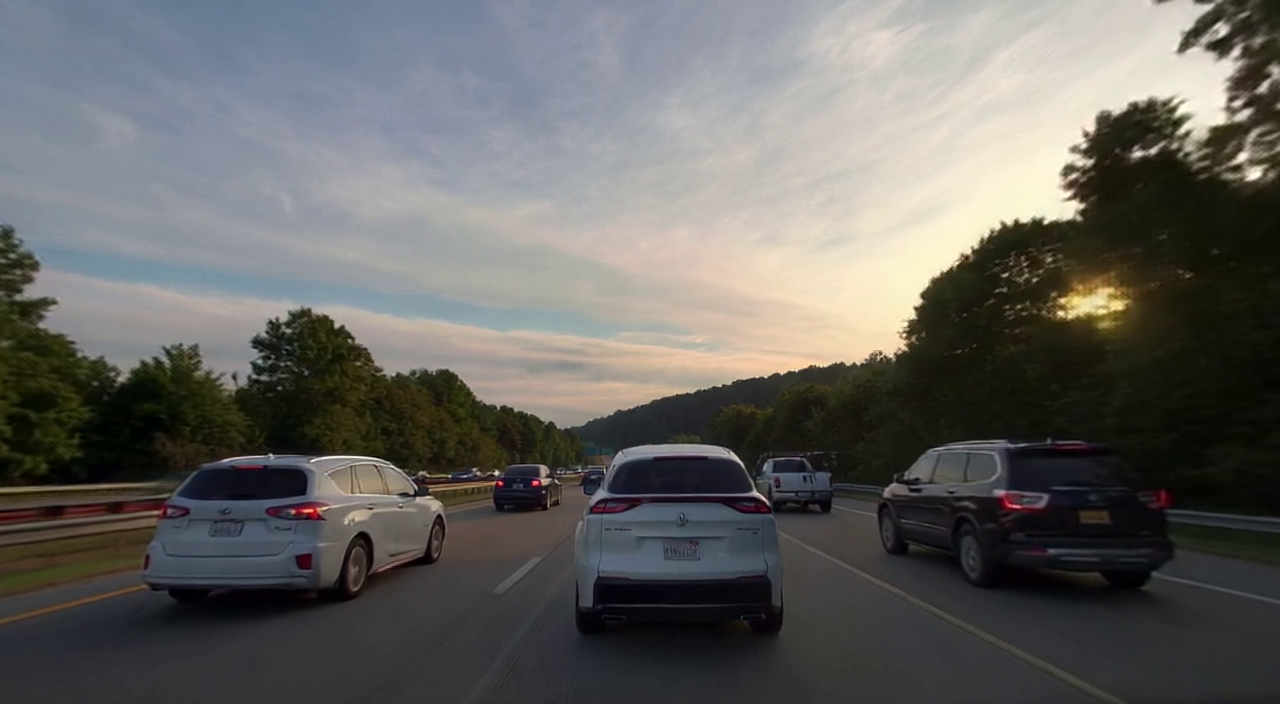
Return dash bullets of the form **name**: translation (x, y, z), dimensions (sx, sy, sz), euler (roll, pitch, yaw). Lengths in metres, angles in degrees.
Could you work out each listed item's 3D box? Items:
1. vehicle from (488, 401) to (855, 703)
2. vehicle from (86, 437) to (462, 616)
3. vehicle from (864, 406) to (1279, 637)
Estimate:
- **vehicle**: translation (0.161, 1.537, 5.713), dimensions (2.057, 1.725, 4.126), euler (1, -11, -1)
- **vehicle**: translation (-3.894, 1.956, 7.829), dimensions (1.994, 1.556, 4.263), euler (0, -11, 1)
- **vehicle**: translation (4.459, 1.804, 7.450), dimensions (1.984, 1.876, 4.287), euler (1, -11, 0)
